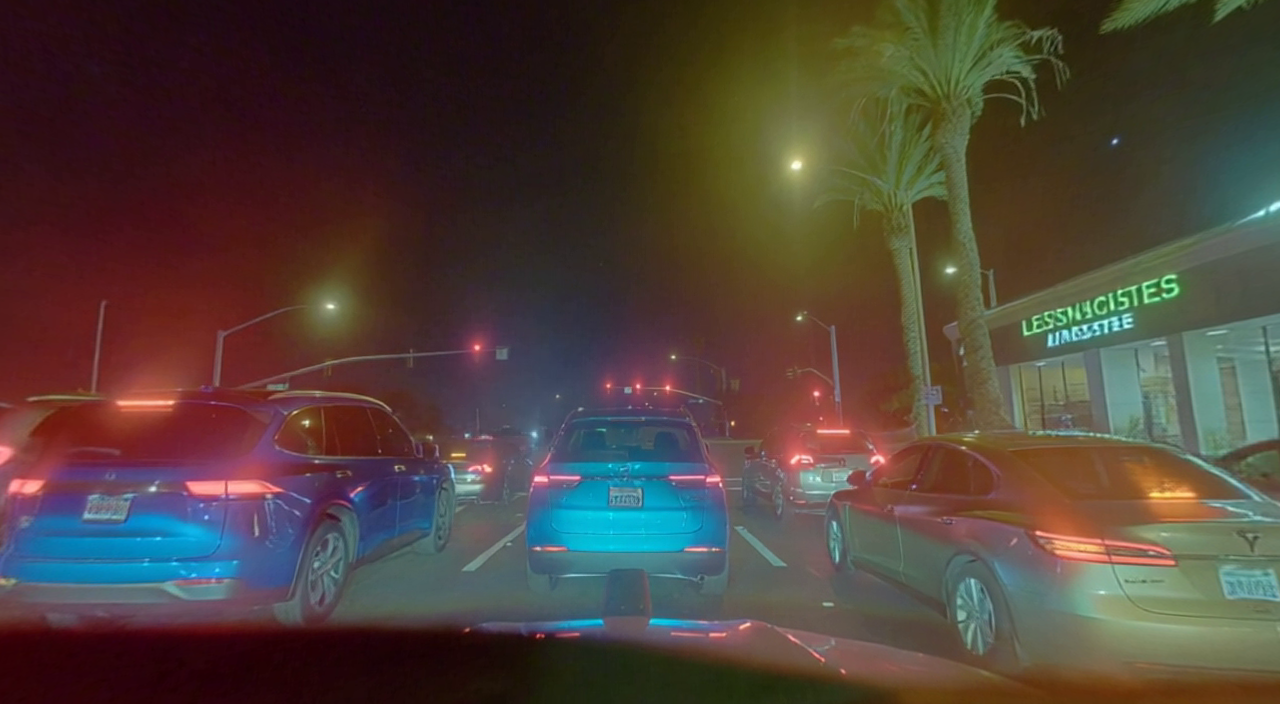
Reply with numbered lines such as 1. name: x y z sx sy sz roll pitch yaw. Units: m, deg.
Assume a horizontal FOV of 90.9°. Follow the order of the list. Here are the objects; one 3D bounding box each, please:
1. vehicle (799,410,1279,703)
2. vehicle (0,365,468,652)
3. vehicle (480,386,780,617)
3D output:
1. vehicle: 2.968 1.361 5.253 2.017 1.491 4.611 0 -8 -1
2. vehicle: -3.344 1.278 6.129 2.014 1.755 4.360 0 -8 1
3. vehicle: -0.131 1.461 7.067 2.280 1.747 4.361 0 -8 -2
